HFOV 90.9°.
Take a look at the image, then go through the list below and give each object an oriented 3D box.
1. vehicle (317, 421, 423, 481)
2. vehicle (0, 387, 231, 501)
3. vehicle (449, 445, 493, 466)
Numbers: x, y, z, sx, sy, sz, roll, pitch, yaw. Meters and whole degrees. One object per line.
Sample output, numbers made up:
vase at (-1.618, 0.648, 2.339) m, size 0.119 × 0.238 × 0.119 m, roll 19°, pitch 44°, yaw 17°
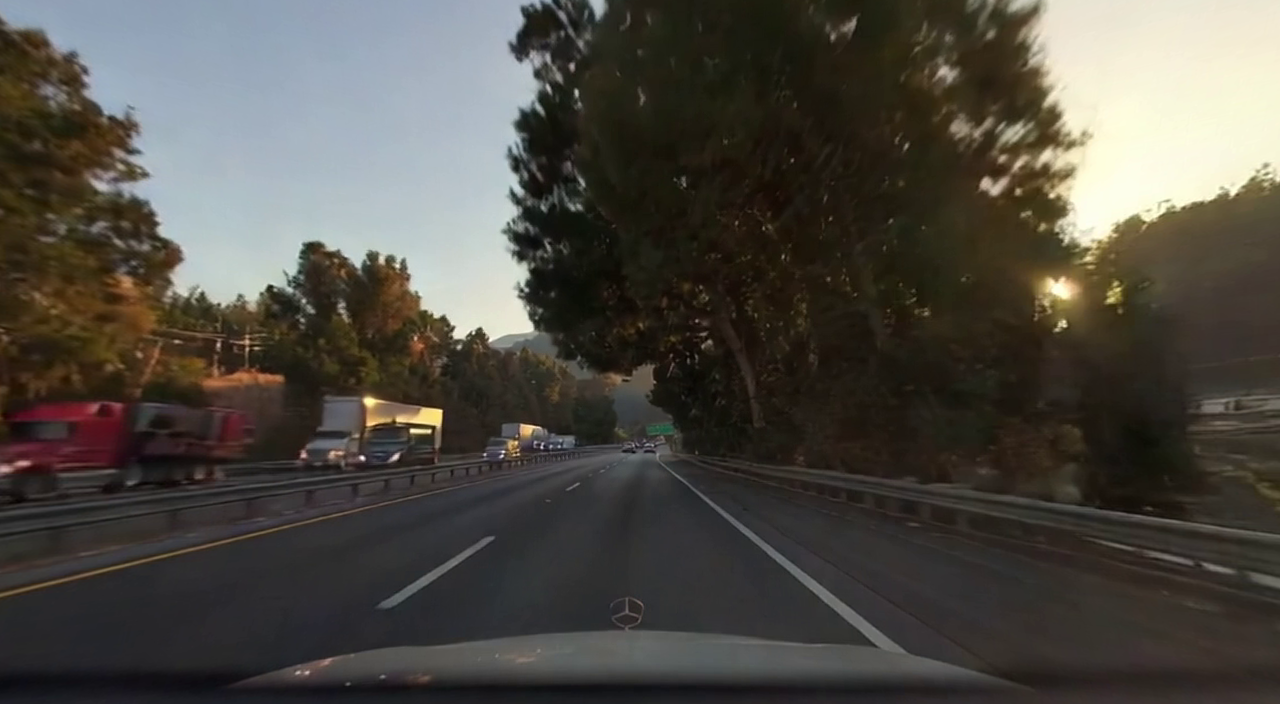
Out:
vehicle at (-11.855, 4.407, 28.175) m, size 2.308 × 2.426 × 5.240 m, roll 0°, pitch -9°, yaw 1°
vehicle at (-16.972, 2.921, 19.916) m, size 2.790 × 2.882 × 7.737 m, roll 0°, pitch -9°, yaw 0°
vehicle at (-12.123, 7.473, 45.550) m, size 1.868 × 1.426 × 4.479 m, roll 0°, pitch -9°, yaw 1°
